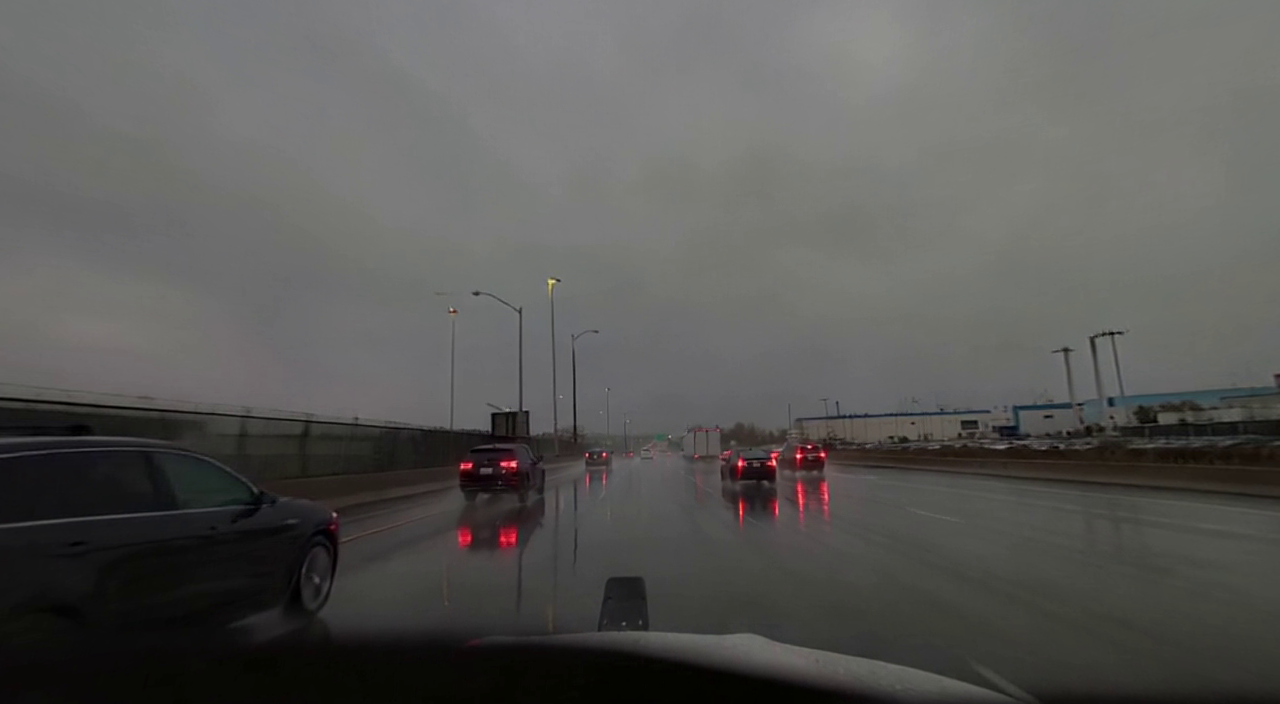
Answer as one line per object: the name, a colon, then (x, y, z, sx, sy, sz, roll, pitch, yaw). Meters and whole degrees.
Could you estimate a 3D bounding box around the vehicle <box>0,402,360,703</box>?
vehicle: (-3.611, 1.093, 3.212, 2.067, 1.555, 4.851, -1, -8, 1)

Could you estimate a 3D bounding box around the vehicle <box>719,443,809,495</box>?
vehicle: (3.862, 3.714, 20.467, 1.942, 1.453, 4.329, -1, -8, -1)

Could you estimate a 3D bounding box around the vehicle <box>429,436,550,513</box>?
vehicle: (-3.651, 3.031, 16.182, 2.036, 1.669, 4.112, -1, -8, 1)
